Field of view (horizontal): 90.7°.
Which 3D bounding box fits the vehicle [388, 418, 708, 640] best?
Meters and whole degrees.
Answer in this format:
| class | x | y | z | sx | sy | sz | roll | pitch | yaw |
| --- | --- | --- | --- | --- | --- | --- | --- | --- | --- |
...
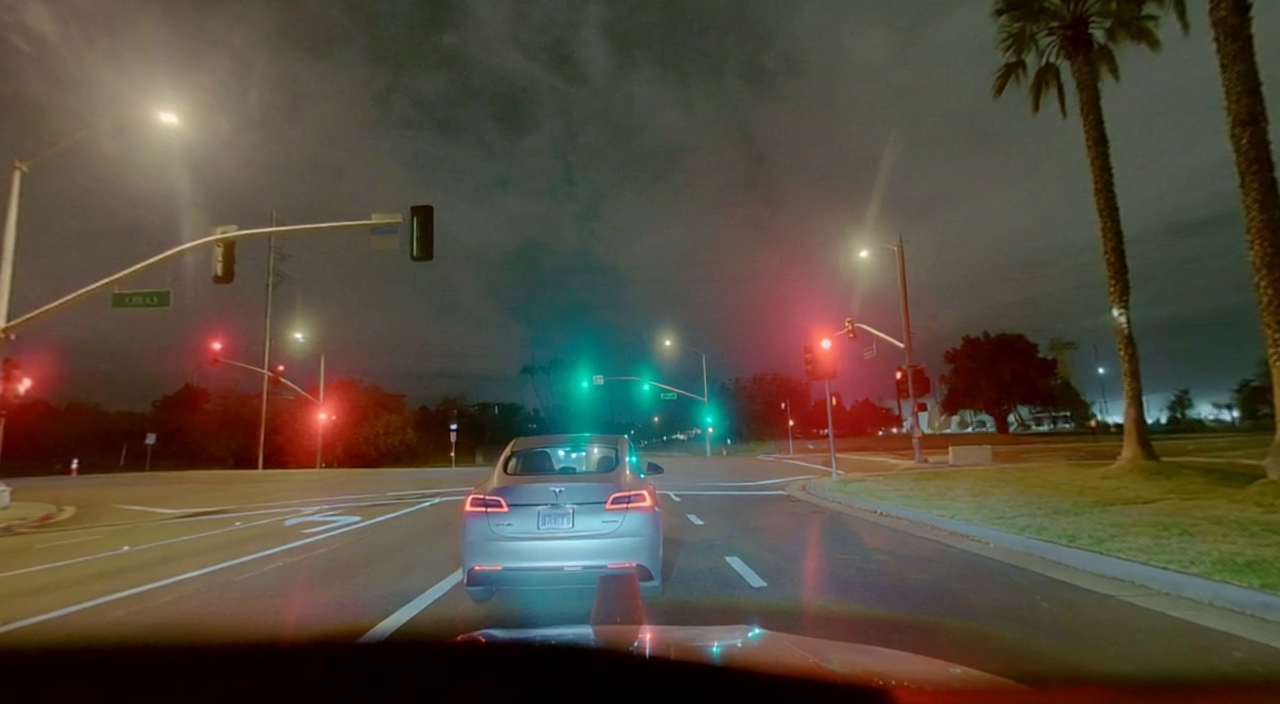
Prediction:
| class | x | y | z | sx | sy | sz | roll | pitch | yaw |
| --- | --- | --- | --- | --- | --- | --- | --- | --- | --- |
| vehicle | -0.652 | 1.514 | 6.464 | 2.152 | 1.478 | 4.229 | 0 | -8 | -1 |
